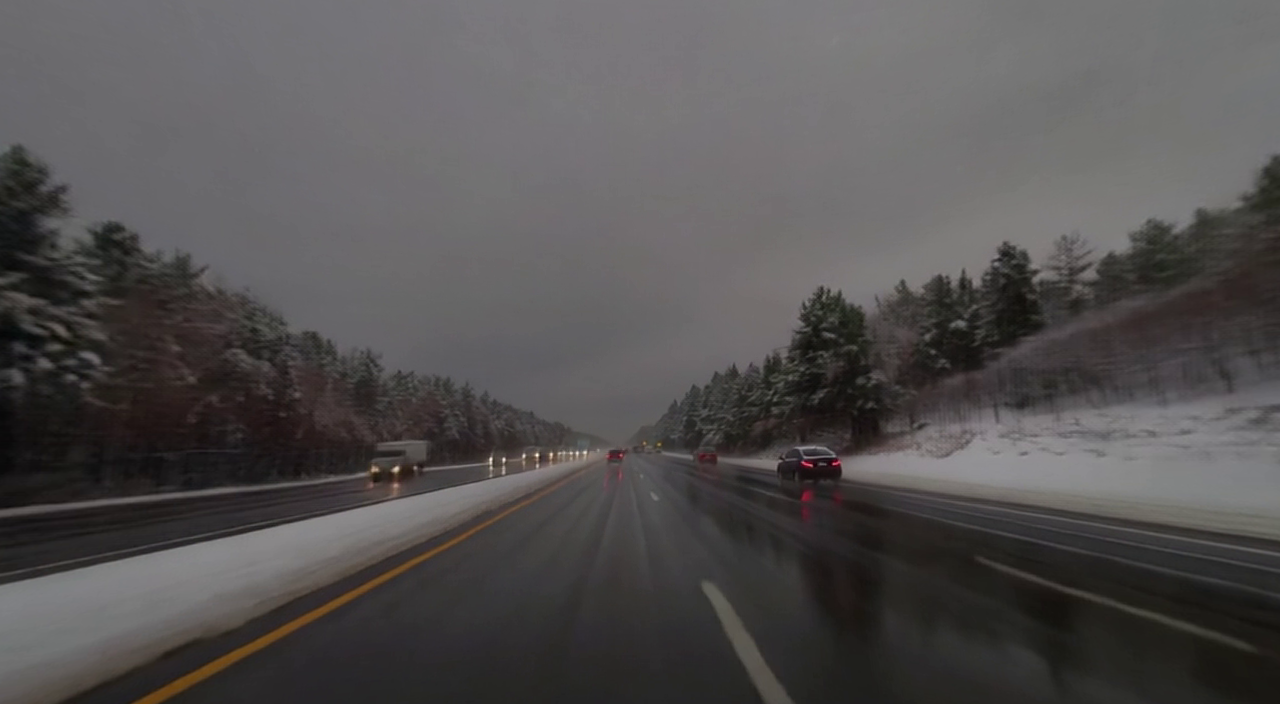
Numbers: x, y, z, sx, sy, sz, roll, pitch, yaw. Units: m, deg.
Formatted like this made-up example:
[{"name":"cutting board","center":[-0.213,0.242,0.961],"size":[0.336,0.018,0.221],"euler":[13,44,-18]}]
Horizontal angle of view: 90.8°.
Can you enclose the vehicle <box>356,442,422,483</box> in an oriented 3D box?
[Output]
[{"name":"vehicle","center":[-17.615,7.777,44.619],"size":[2.368,2.652,5.789],"euler":[0,-9,-1]}]

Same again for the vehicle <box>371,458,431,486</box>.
[{"name":"vehicle","center":[-13.940,7.011,37.037],"size":[1.897,1.488,4.214],"euler":[0,-9,-1]}]

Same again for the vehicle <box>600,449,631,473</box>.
[{"name":"vehicle","center":[-1.632,7.388,42.900],"size":[2.021,1.507,4.272],"euler":[0,-9,-1]}]

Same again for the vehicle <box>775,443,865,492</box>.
[{"name":"vehicle","center":[6.239,4.034,22.387],"size":[1.903,1.566,3.866],"euler":[0,-9,-3]}]
